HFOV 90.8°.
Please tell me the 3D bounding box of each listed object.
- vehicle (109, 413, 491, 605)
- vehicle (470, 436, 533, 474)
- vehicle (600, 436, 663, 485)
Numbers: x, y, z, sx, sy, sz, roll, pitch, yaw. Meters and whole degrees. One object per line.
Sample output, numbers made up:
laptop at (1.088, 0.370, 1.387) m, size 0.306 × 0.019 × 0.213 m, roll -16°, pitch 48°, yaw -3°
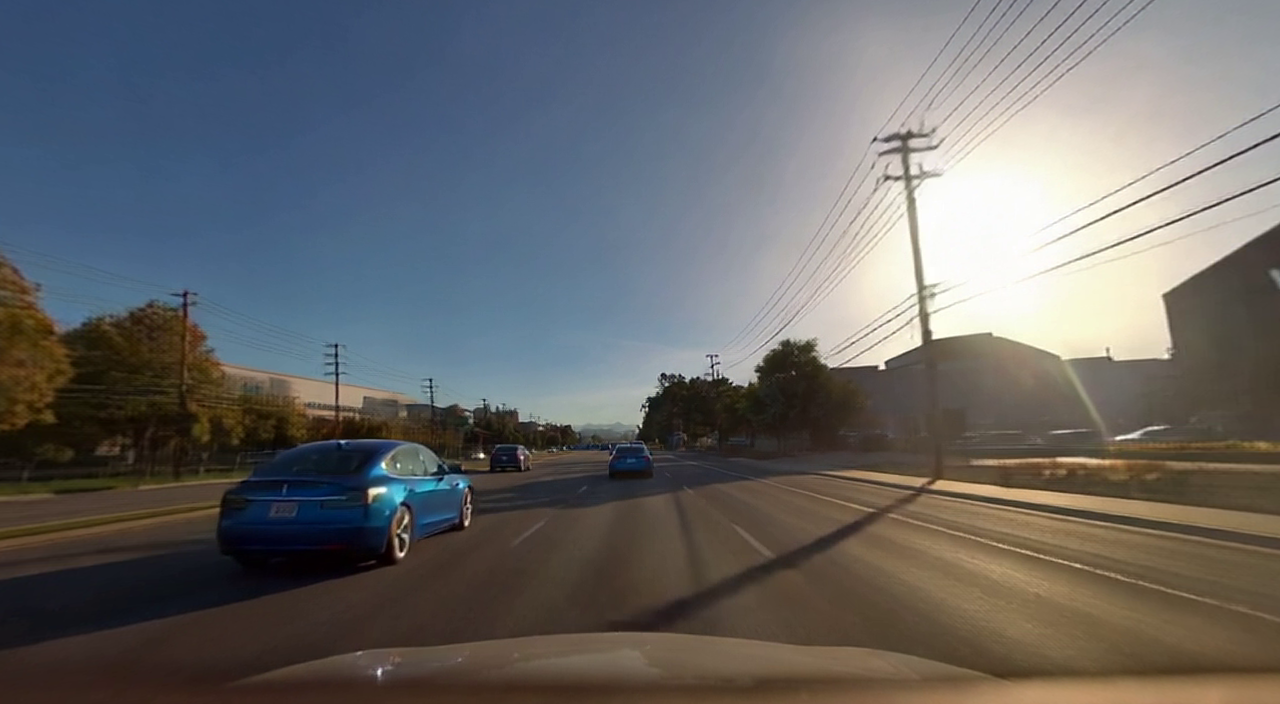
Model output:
vehicle at (-3.456, 1.695, 7.846) m, size 1.985 × 1.607 × 4.892 m, roll 0°, pitch -8°, yaw 1°
vehicle at (-7.208, 5.424, 33.479) m, size 2.203 × 1.819 × 4.547 m, roll 0°, pitch -8°, yaw 1°
vehicle at (-0.289, 4.071, 23.998) m, size 2.189 × 1.652 × 4.135 m, roll 0°, pitch -8°, yaw 0°
